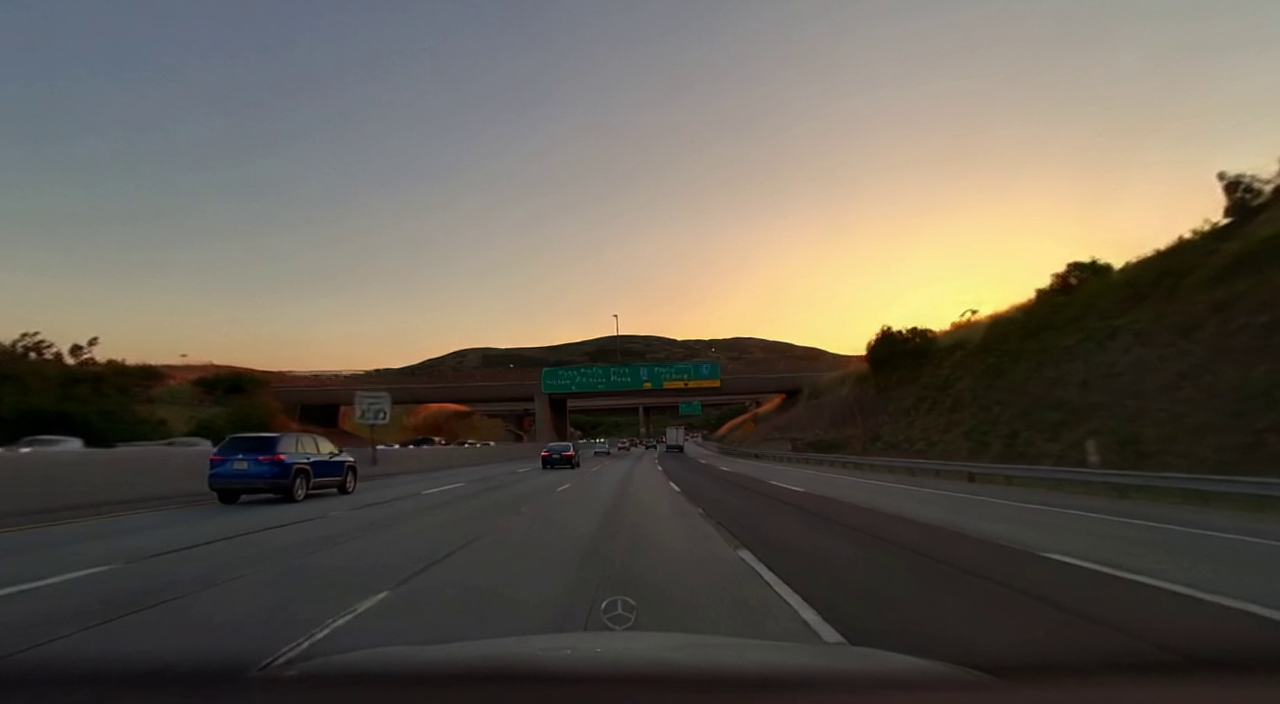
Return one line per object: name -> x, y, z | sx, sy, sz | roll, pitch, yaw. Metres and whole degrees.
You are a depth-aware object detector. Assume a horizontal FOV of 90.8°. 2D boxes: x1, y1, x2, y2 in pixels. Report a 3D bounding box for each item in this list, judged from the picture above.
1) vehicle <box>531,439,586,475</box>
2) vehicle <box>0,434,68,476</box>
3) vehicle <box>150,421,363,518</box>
vehicle -> -3.706, 4.849, 29.373 | 1.925, 1.509, 4.363 | 0, -9, 1
vehicle -> -48.810, 7.921, 48.667 | 3.144, 3.009, 6.492 | 0, -9, 1
vehicle -> -7.733, 2.403, 13.339 | 1.860, 1.694, 4.173 | 0, -9, 0
